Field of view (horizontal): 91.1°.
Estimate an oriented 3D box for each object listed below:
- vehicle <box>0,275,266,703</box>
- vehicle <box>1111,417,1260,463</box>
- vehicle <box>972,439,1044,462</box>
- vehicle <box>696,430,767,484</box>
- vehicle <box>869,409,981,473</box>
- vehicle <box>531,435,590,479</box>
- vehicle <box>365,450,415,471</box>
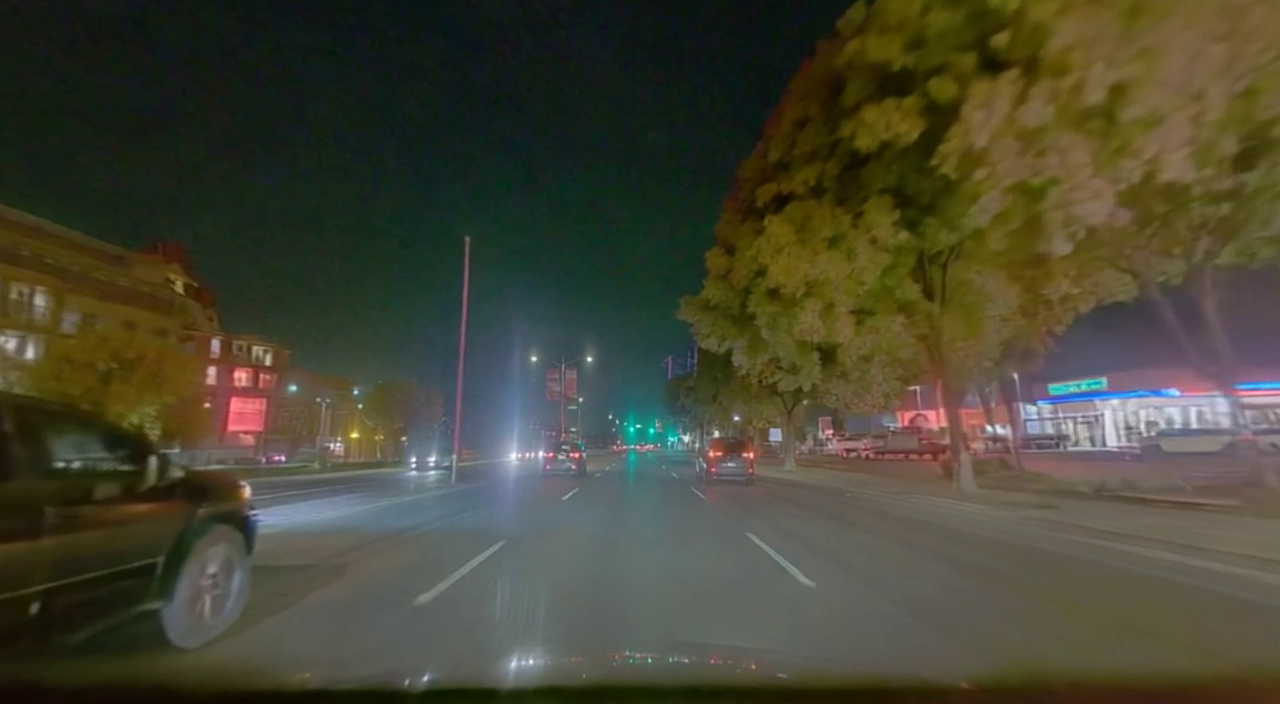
[{"bbox_3d":[-3.521,0.555,1.529,2.210,1.925,4.838,0,-9,0],"label":"vehicle"},{"bbox_3d":[29.044,4.768,33.615,5.686,2.220,2.112,-1,-11,2],"label":"vehicle"},{"bbox_3d":[27.918,7.488,47.732,4.126,1.642,2.073,0,-9,-5],"label":"vehicle"},{"bbox_3d":[3.454,4.096,24.678,2.024,1.921,4.431,0,-9,-1],"label":"vehicle"},{"bbox_3d":[16.016,5.156,35.972,2.919,3.125,7.218,2,-9,-1],"label":"vehicle"},{"bbox_3d":[-3.448,4.659,28.102,2.014,1.775,4.404,0,-9,0],"label":"vehicle"},{"bbox_3d":[-19.503,8.480,49.156,1.993,1.483,4.533,0,-9,1],"label":"vehicle"}]
